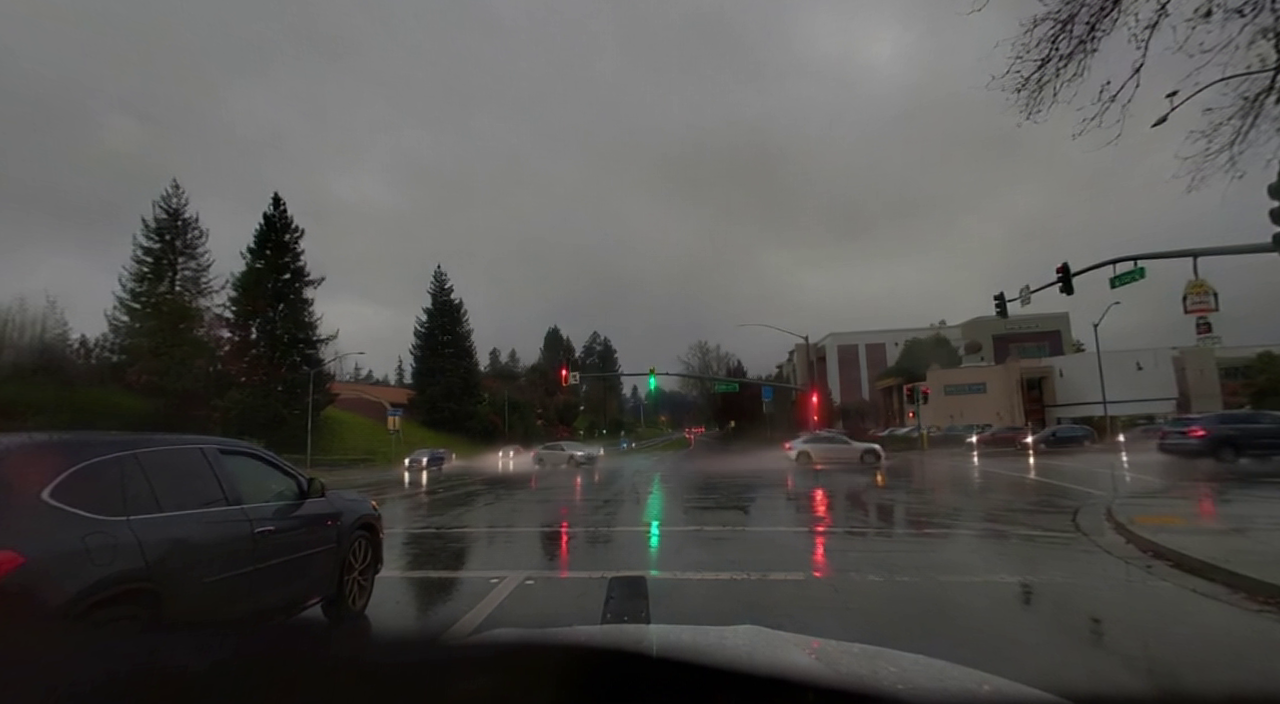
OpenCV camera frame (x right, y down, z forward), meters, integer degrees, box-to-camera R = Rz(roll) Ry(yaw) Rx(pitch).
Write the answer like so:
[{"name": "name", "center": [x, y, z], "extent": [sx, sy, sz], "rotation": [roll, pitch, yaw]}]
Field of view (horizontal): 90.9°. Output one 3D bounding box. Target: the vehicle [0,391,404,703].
[{"name": "vehicle", "center": [-2.951, 0.988, 2.744], "extent": [1.924, 1.482, 4.734], "rotation": [0, -8, 1]}]

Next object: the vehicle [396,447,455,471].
[{"name": "vehicle", "center": [-13.980, 6.975, 41.405], "extent": [1.921, 1.480, 4.652], "rotation": [-1, -8, 4]}]

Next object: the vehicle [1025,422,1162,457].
[{"name": "vehicle", "center": [19.894, 3.861, 27.750], "extent": [4.552, 1.492, 2.002], "rotation": [0, -9, -4]}]

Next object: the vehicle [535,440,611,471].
[{"name": "vehicle", "center": [-3.513, 5.269, 32.329], "extent": [1.841, 1.450, 4.364], "rotation": [6, -11, -37]}]

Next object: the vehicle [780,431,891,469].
[{"name": "vehicle", "center": [8.114, 4.065, 26.192], "extent": [4.180, 1.478, 1.986], "rotation": [-3, -9, 20]}]

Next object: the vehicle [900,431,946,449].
[{"name": "vehicle", "center": [22.432, 6.988, 49.877], "extent": [1.930, 1.410, 4.313], "rotation": [-8, -12, 43]}]

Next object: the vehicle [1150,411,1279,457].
[{"name": "vehicle", "center": [23.124, 3.174, 24.245], "extent": [5.268, 1.687, 1.942], "rotation": [0, -8, 0]}]
